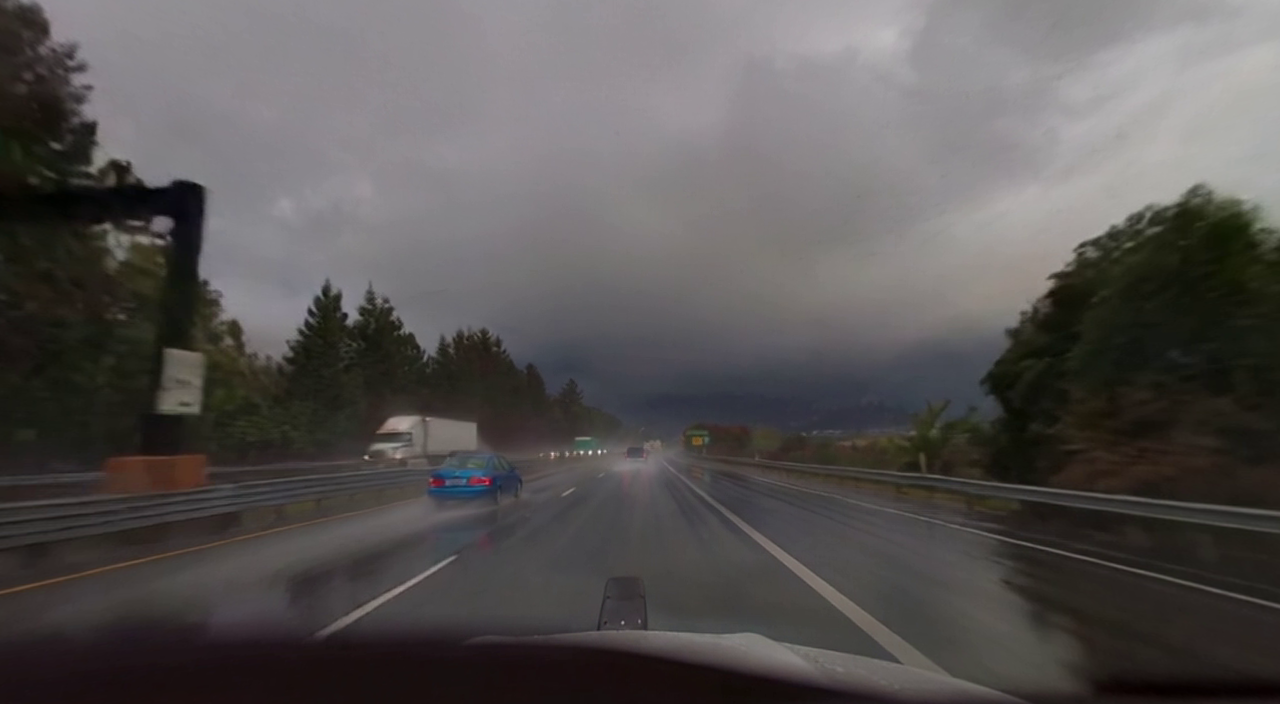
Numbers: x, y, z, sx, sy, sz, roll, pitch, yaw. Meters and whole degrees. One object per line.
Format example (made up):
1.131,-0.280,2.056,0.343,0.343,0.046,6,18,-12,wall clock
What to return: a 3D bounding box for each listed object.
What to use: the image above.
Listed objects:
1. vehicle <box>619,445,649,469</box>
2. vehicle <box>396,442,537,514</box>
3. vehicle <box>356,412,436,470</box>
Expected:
-0.394,7.297,44.151,2.011,1.590,3.607,0,-9,1,vehicle
-4.013,2.992,15.567,2.157,1.483,4.601,0,-9,0,vehicle
-16.933,6.283,44.262,3.013,3.781,6.029,0,-8,1,vehicle
